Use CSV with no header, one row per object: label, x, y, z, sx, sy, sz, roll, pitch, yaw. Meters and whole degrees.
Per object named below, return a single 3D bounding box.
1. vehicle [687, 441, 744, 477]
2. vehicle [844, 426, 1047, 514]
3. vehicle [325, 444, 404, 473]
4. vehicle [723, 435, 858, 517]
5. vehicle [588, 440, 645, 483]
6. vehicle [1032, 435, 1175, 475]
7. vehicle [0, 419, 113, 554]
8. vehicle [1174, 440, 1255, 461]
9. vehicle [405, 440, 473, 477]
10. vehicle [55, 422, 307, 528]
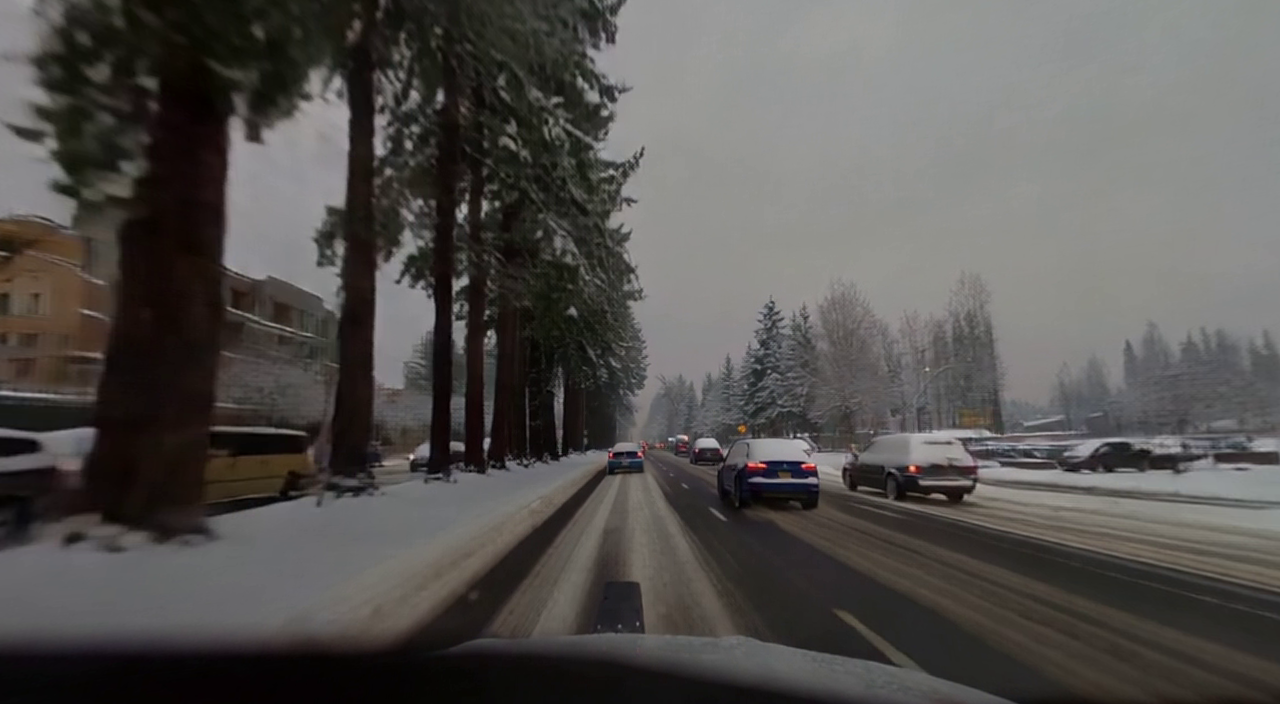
vehicle,3.280,4.729,28.208,1.908,1.453,4.230,0,-9,-2
vehicle,7.128,2.817,15.652,2.224,1.772,5.325,0,-9,-2
vehicle,-16.379,6.355,38.002,2.115,1.621,5.840,0,-9,0
vehicle,3.043,2.589,13.657,1.852,1.498,3.825,0,-9,-2
vehicle,-0.825,4.102,23.876,1.994,1.479,3.647,0,-9,0
vehicle,20.601,4.573,28.226,4.697,1.691,2.106,0,-9,-1
vehicle,-8.954,1.610,7.263,2.019,1.668,4.433,-1,-8,-1
vehicle,42.402,7.280,46.782,1.907,1.464,4.298,0,-9,0
vehicle,-9.424,5.046,30.036,1.953,1.612,4.204,0,-9,-2
vehicle,-9.032,2.431,13.080,1.927,1.788,4.541,0,-9,-3
